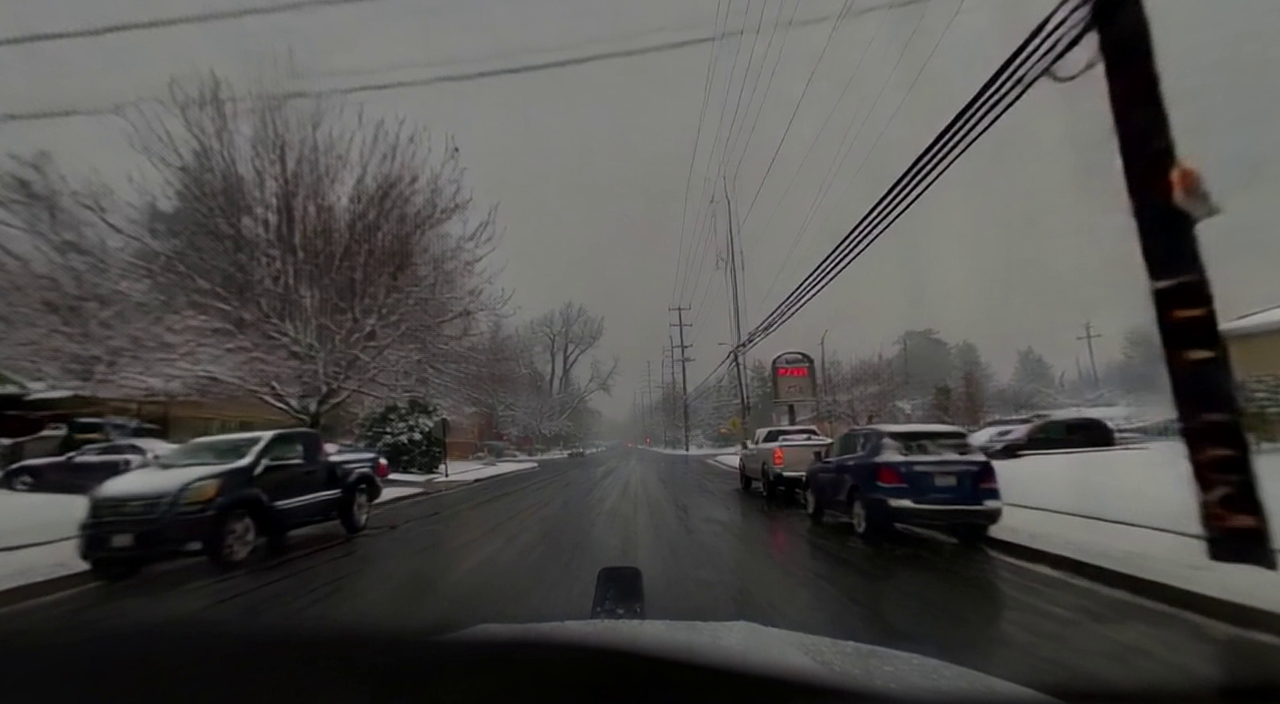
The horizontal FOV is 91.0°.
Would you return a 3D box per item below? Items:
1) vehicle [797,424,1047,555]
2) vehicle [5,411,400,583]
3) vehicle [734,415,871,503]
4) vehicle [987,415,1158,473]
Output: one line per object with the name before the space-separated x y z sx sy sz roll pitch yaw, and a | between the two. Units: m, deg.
vehicle | 3.893 1.943 9.608 1.848 1.550 4.054 0 -8 -1
vehicle | -6.014 2.043 9.968 2.322 1.913 5.582 0 -8 -1
vehicle | 3.987 2.757 16.595 2.205 1.923 5.178 0 -8 0
vehicle | 15.373 3.282 22.609 4.514 1.921 2.038 -1 -8 2
